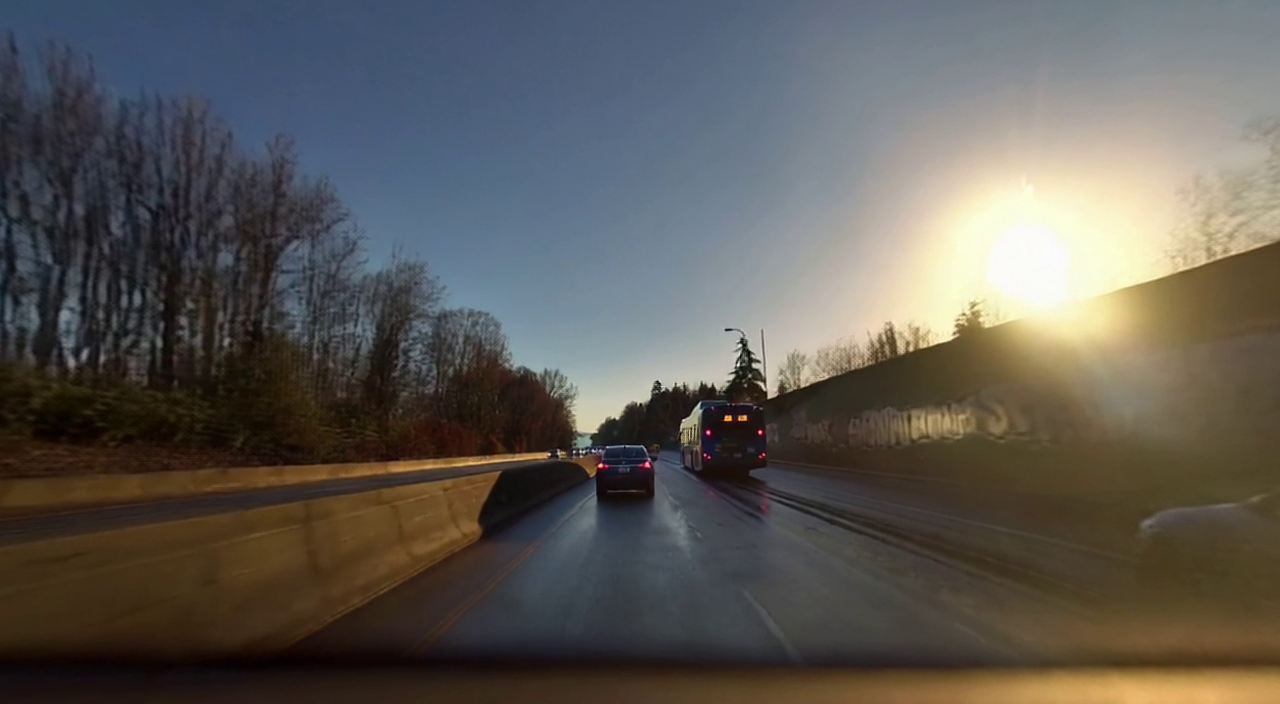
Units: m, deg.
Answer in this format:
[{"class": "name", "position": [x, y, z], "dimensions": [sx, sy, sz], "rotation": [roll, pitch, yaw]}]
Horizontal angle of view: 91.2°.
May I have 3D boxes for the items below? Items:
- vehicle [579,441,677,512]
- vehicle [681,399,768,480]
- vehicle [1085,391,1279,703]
[{"class": "vehicle", "position": [-0.269, 3.085, 16.000], "dimensions": [2.160, 1.532, 4.073], "rotation": [-1, -9, 0]}, {"class": "vehicle", "position": [4.087, 4.761, 33.618], "dimensions": [3.055, 3.479, 12.521], "rotation": [-1, -9, 1]}, {"class": "vehicle", "position": [3.960, 0.814, 2.117], "dimensions": [1.995, 1.507, 3.915], "rotation": [-1, -9, 0]}]
